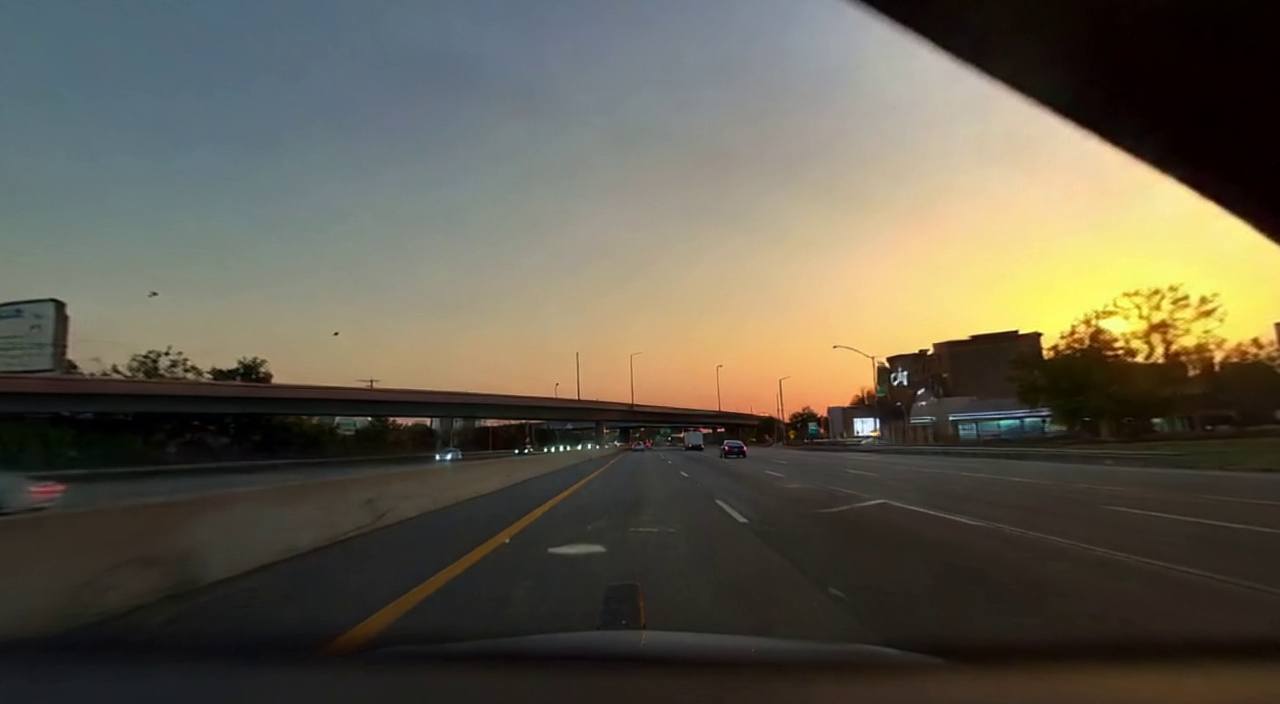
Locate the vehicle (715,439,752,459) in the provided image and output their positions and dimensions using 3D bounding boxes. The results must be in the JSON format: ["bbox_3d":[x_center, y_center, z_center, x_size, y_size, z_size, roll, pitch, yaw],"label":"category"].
[{"bbox_3d":[7.229,7.570,49.041,2.079,1.518,5.032,0,-8,-1],"label":"vehicle"}]
